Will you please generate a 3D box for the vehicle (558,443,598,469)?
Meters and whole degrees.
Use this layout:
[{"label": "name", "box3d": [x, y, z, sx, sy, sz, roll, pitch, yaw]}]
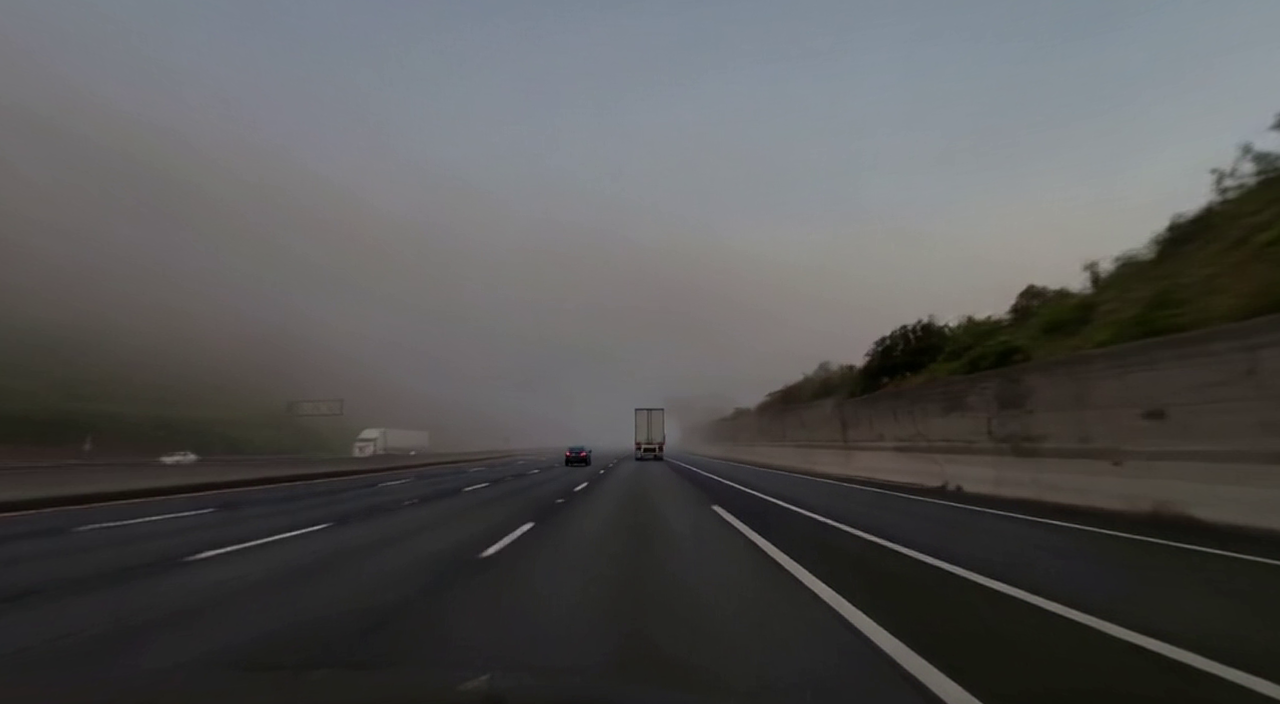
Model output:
[{"label": "vehicle", "box3d": [-3.725, 6.323, 38.419, 1.983, 1.508, 4.060, 0, -9, 1]}]
